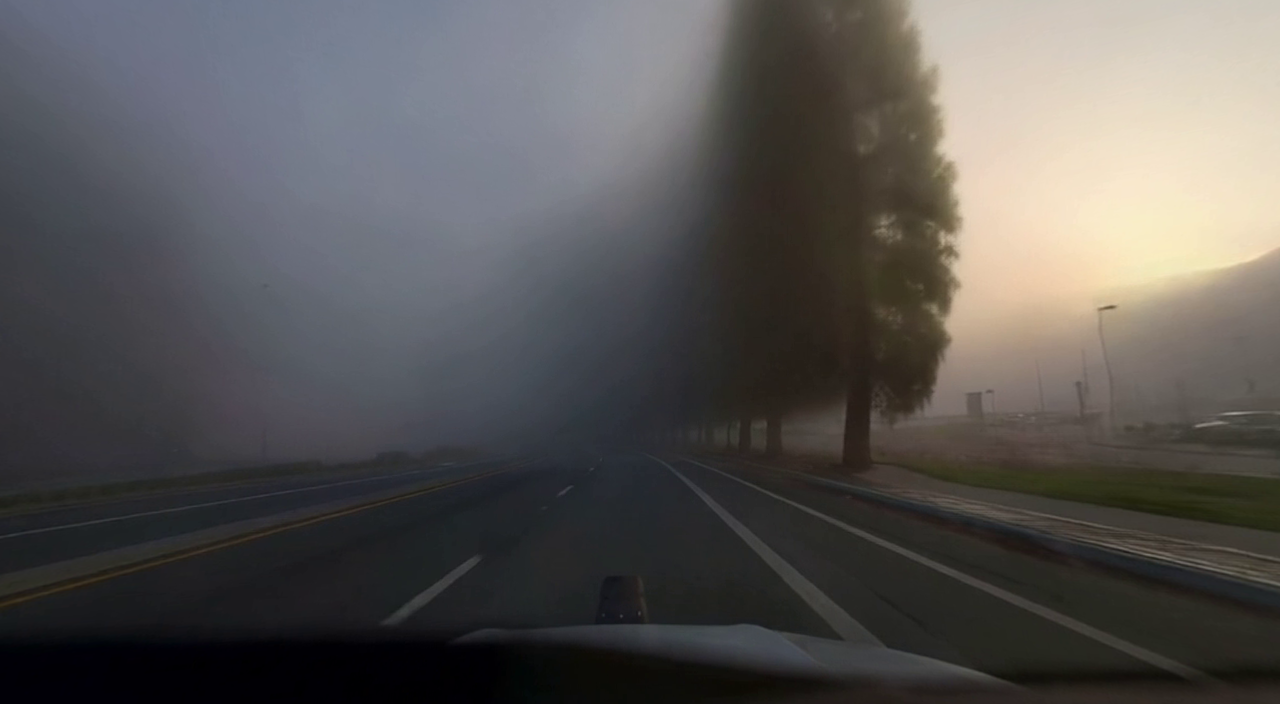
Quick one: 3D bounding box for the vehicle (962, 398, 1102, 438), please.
[{"bbox_3d":[29.126,4.944,47.166,8.483,2.834,2.843,0,-8,-1],"label":"vehicle"}]
